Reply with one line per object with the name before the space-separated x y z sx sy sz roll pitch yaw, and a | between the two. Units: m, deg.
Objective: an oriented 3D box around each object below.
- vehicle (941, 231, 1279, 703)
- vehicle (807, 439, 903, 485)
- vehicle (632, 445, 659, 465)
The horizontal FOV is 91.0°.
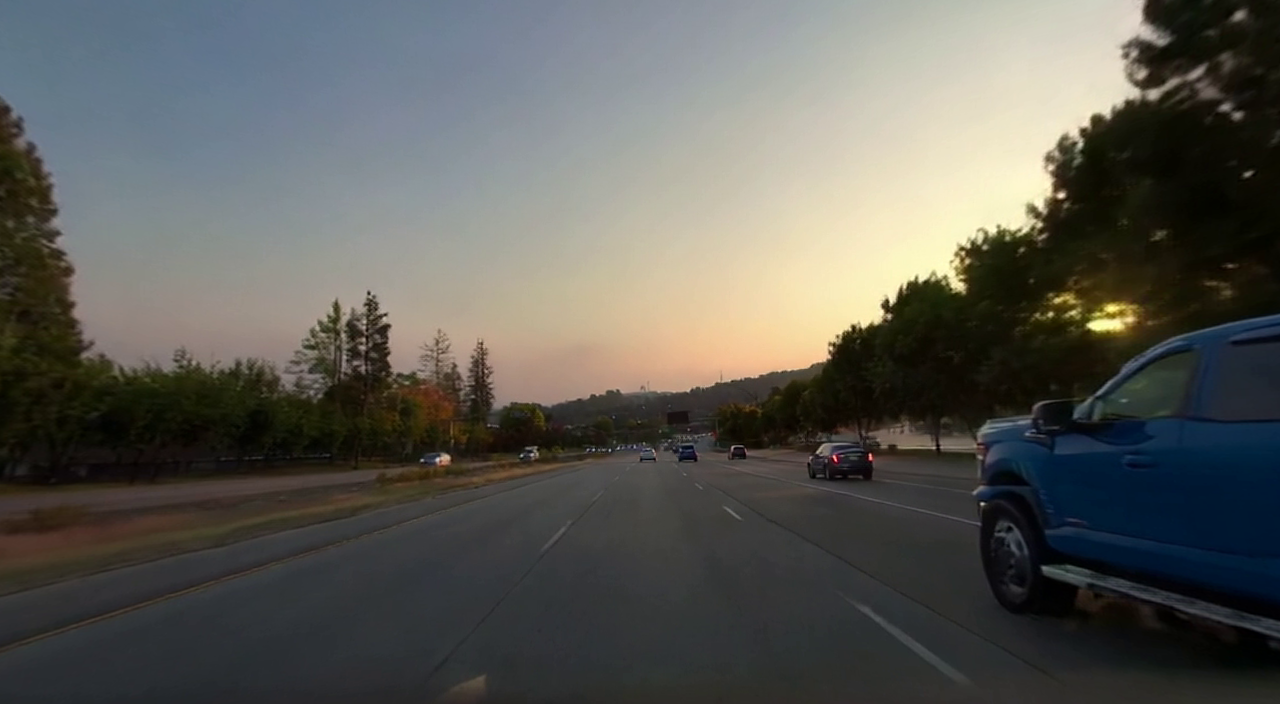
vehicle | 3.707 0.556 2.391 2.354 2.079 5.586 0 -9 0
vehicle | 7.862 4.059 23.509 1.989 1.526 4.443 0 -9 0
vehicle | 0.429 8.061 49.346 2.030 1.473 3.926 0 -9 0
